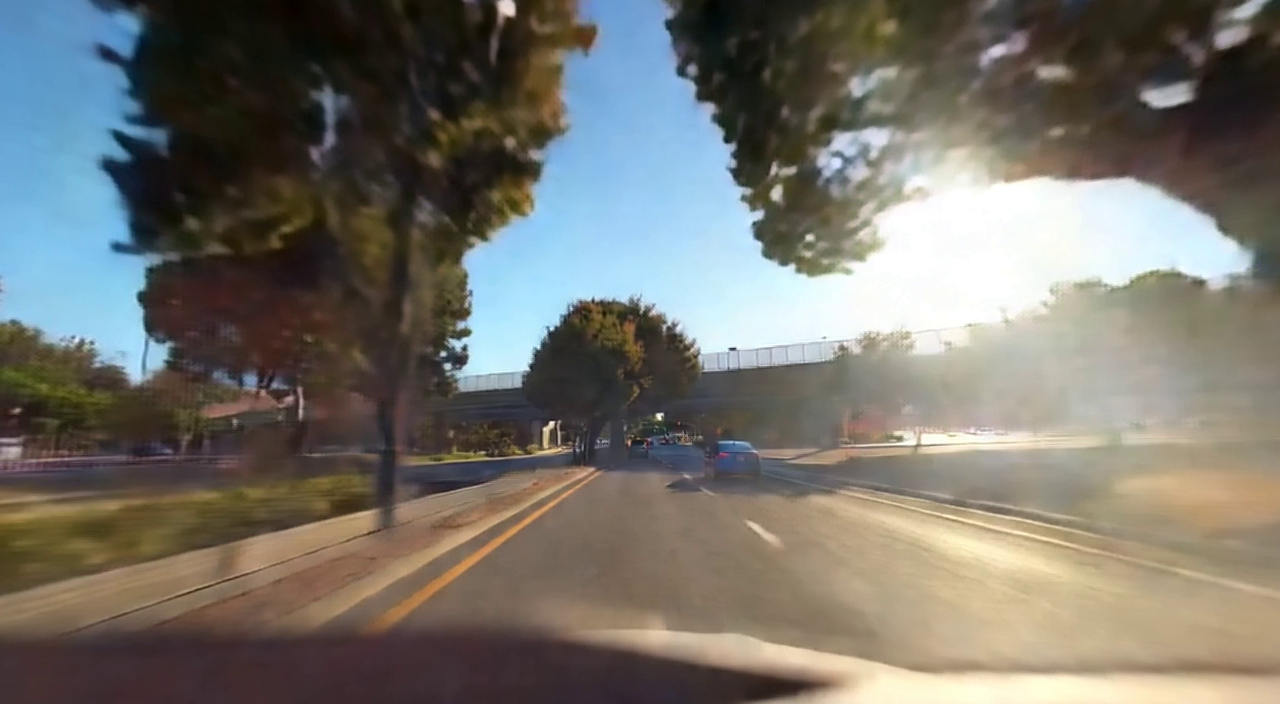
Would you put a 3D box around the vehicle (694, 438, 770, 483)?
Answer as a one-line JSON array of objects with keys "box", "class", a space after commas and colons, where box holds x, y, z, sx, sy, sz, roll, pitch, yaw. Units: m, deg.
[{"box": [3.303, 3.987, 23.520, 2.062, 1.484, 4.332, 0, -8, -1], "class": "vehicle"}]
